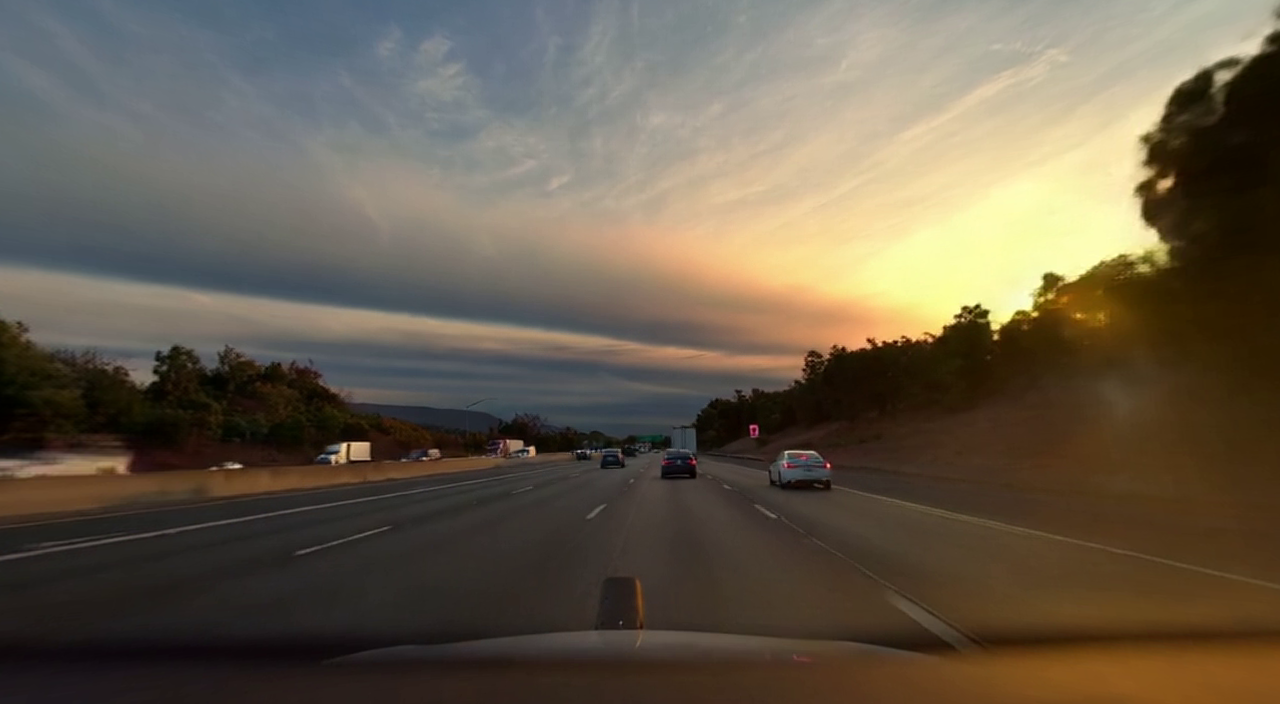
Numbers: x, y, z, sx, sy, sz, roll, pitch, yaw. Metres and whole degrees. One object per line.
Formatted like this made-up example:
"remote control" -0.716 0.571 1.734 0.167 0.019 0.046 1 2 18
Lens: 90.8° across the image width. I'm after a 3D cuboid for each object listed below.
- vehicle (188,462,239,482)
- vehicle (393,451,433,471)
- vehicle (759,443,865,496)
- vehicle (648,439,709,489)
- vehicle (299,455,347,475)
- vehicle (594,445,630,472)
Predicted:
"vehicle" -31.978 8.985 47.405 1.427 1.302 3.196 -1 -9 4
"vehicle" -16.129 7.725 45.015 1.503 1.364 3.224 -1 -9 4
"vehicle" 5.248 3.646 20.039 2.146 1.482 4.665 0 -9 1
"vehicle" 1.391 4.238 24.192 2.103 1.717 4.399 0 -9 2
"vehicle" -23.393 8.348 46.706 1.637 1.402 3.406 -1 -9 3
"vehicle" -1.826 7.216 42.935 1.988 1.696 4.754 -1 -9 3
